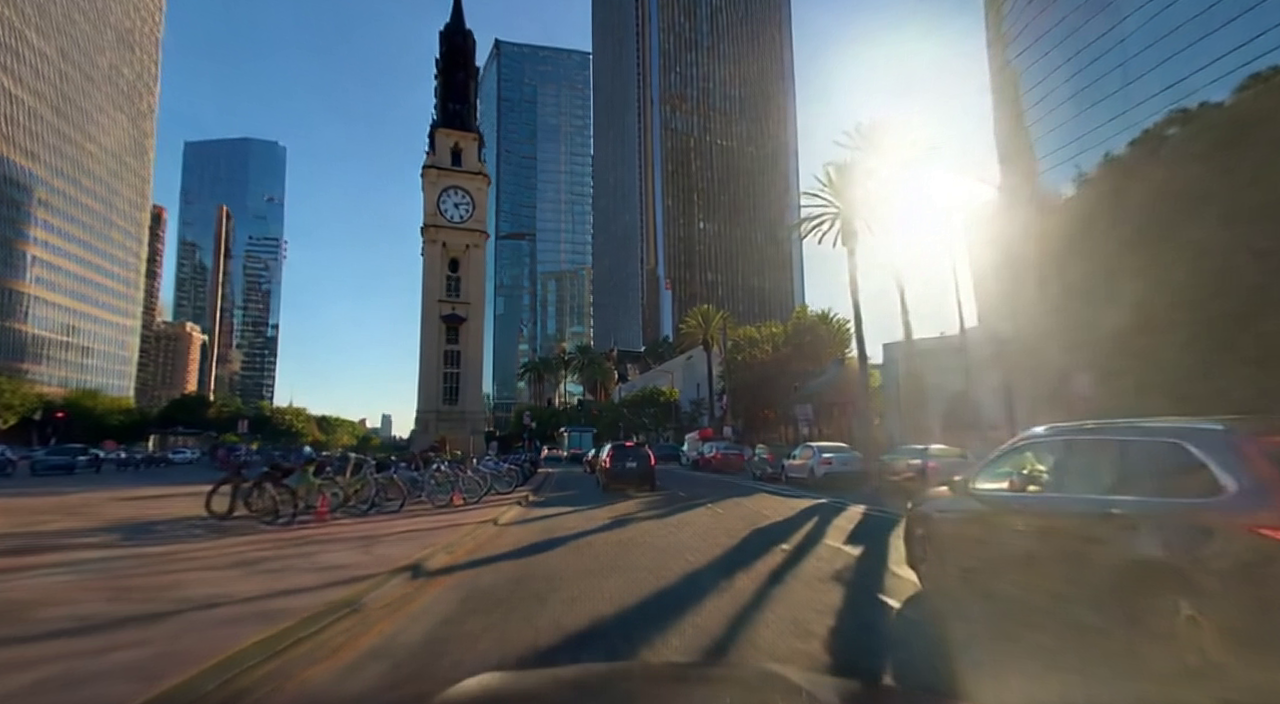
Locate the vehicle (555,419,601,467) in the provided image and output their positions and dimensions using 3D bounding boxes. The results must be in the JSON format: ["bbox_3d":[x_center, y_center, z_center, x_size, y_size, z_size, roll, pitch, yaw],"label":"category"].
[{"bbox_3d":[-4.190,6.024,41.695,2.400,2.872,6.053,2,-9,-11],"label":"vehicle"}]

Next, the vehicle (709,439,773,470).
[{"bbox_3d":[5.518,5.708,35.370,1.945,1.623,5.013,2,-9,-11],"label":"vehicle"}]

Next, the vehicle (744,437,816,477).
[{"bbox_3d":[6.467,4.903,29.717,1.860,1.684,4.211,1,-9,-8],"label":"vehicle"}]

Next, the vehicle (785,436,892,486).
[{"bbox_3d":[7.185,3.975,23.437,2.067,1.641,4.569,1,-9,-6],"label":"vehicle"}]

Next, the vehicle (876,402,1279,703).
[{"bbox_3d":[3.672,1.207,4.273,2.116,1.500,4.702,0,-9,-3],"label":"vehicle"}]

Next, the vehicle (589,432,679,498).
[{"bbox_3d":[-0.294,3.049,17.409,2.111,1.605,3.832,1,-9,-6],"label":"vehicle"}]
